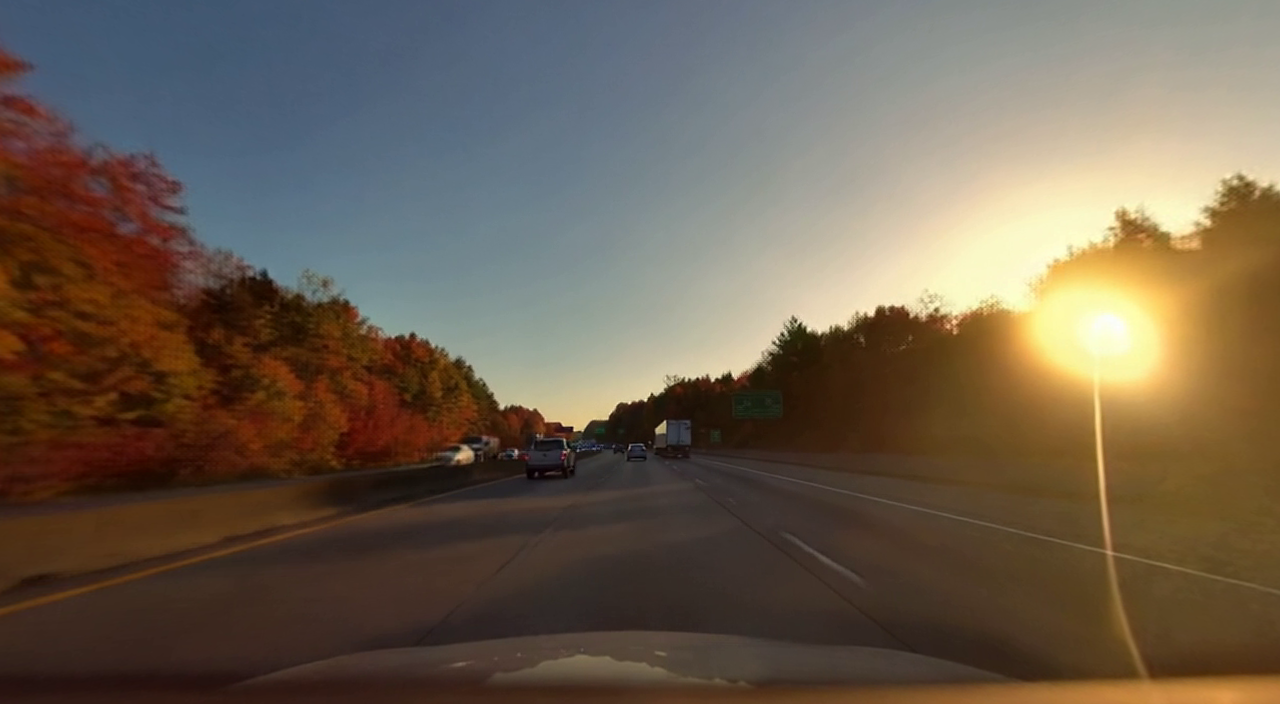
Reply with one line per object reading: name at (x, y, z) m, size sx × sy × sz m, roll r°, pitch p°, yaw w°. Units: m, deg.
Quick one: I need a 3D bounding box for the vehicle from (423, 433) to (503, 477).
vehicle at (-6.874, 4.024, 24.862) m, size 1.845 × 1.577 × 3.968 m, roll -1°, pitch -8°, yaw 2°

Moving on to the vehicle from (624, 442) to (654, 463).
vehicle at (-0.055, 7.597, 47.551) m, size 2.152 × 1.484 × 4.211 m, roll 0°, pitch -8°, yaw 0°

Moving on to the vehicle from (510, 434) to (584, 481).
vehicle at (-3.521, 4.088, 24.727) m, size 2.077 × 1.669 × 4.739 m, roll 0°, pitch -8°, yaw 1°
